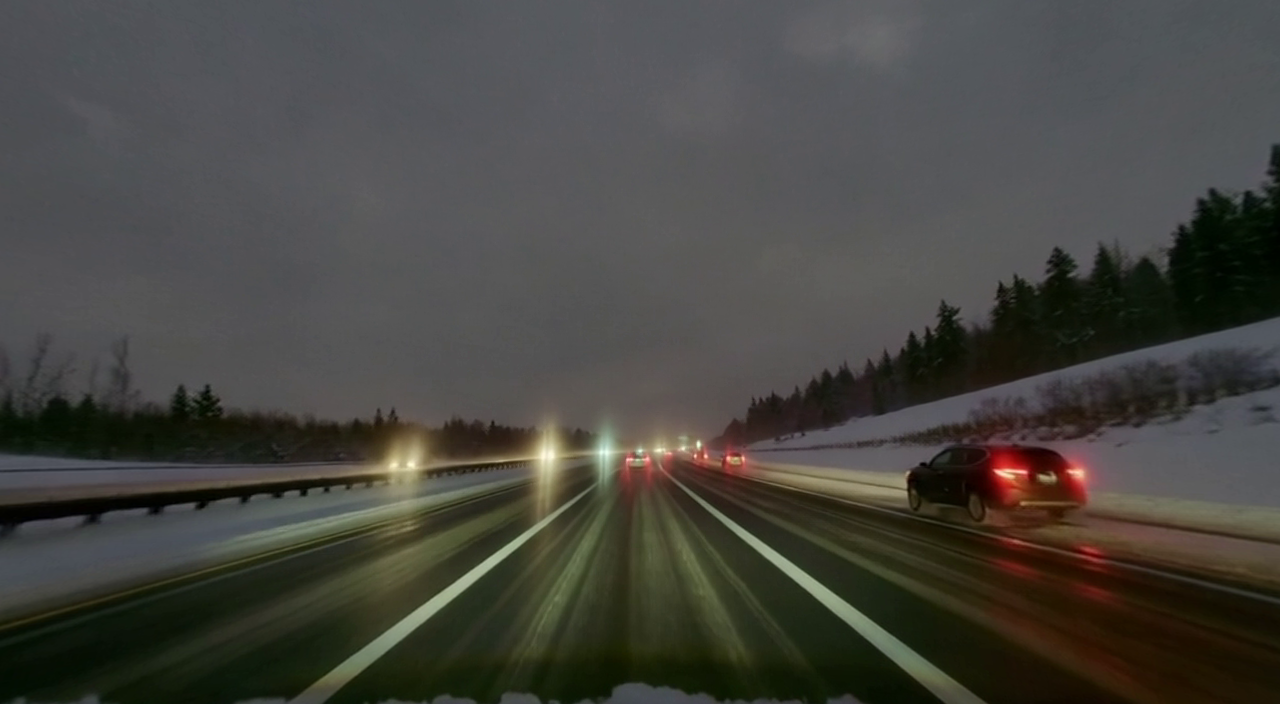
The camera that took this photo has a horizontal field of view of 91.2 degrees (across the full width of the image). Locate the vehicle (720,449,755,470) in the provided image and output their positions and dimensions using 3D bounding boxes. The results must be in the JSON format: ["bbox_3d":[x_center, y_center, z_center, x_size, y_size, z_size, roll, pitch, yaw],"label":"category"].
[{"bbox_3d":[7.114,7.901,46.124,1.941,1.485,3.701,0,-9,-1],"label":"vehicle"}]

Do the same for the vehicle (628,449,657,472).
[{"bbox_3d":[0.181,7.877,45.705,2.025,1.526,4.181,0,-9,0],"label":"vehicle"}]

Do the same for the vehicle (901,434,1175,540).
[{"bbox_3d":[6.867,2.360,11.625,2.008,1.533,4.592,0,-9,-1],"label":"vehicle"}]
